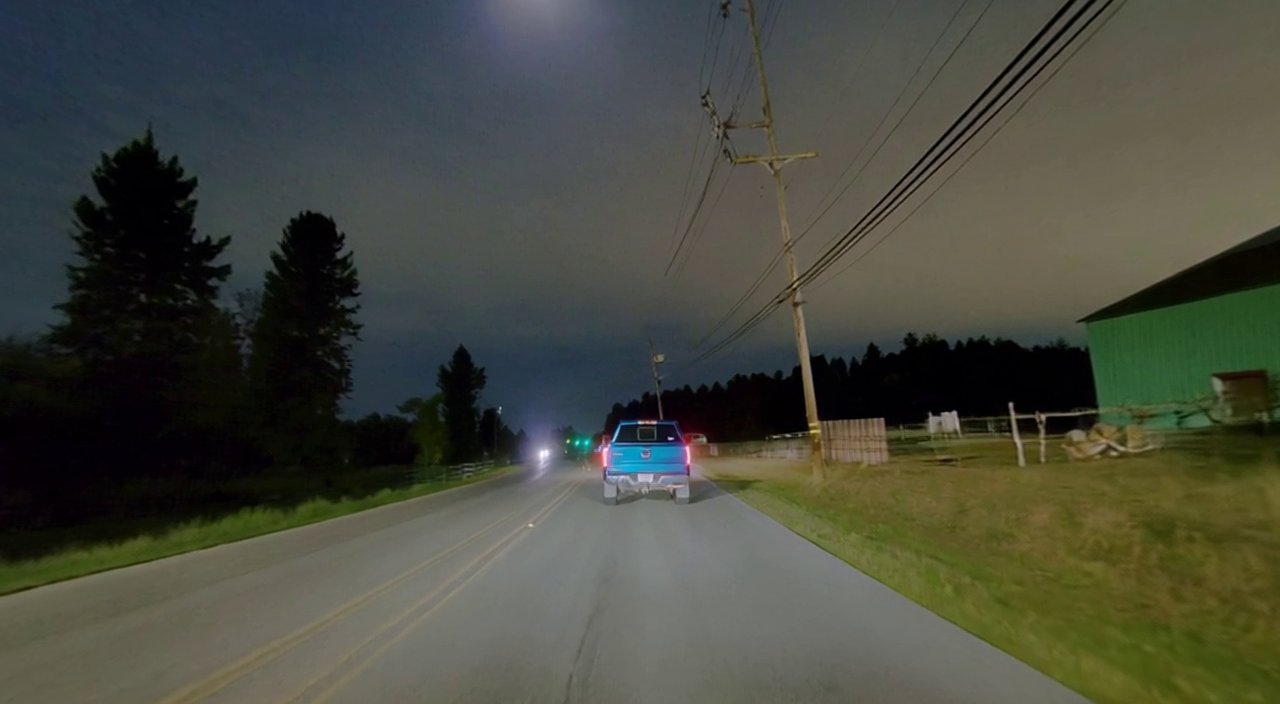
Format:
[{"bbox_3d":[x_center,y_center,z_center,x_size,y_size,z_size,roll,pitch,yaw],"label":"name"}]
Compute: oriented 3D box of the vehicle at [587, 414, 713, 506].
[{"bbox_3d":[0.103,2.789,16.793,2.693,1.941,6.356,0,-8,-2],"label":"vehicle"}]
